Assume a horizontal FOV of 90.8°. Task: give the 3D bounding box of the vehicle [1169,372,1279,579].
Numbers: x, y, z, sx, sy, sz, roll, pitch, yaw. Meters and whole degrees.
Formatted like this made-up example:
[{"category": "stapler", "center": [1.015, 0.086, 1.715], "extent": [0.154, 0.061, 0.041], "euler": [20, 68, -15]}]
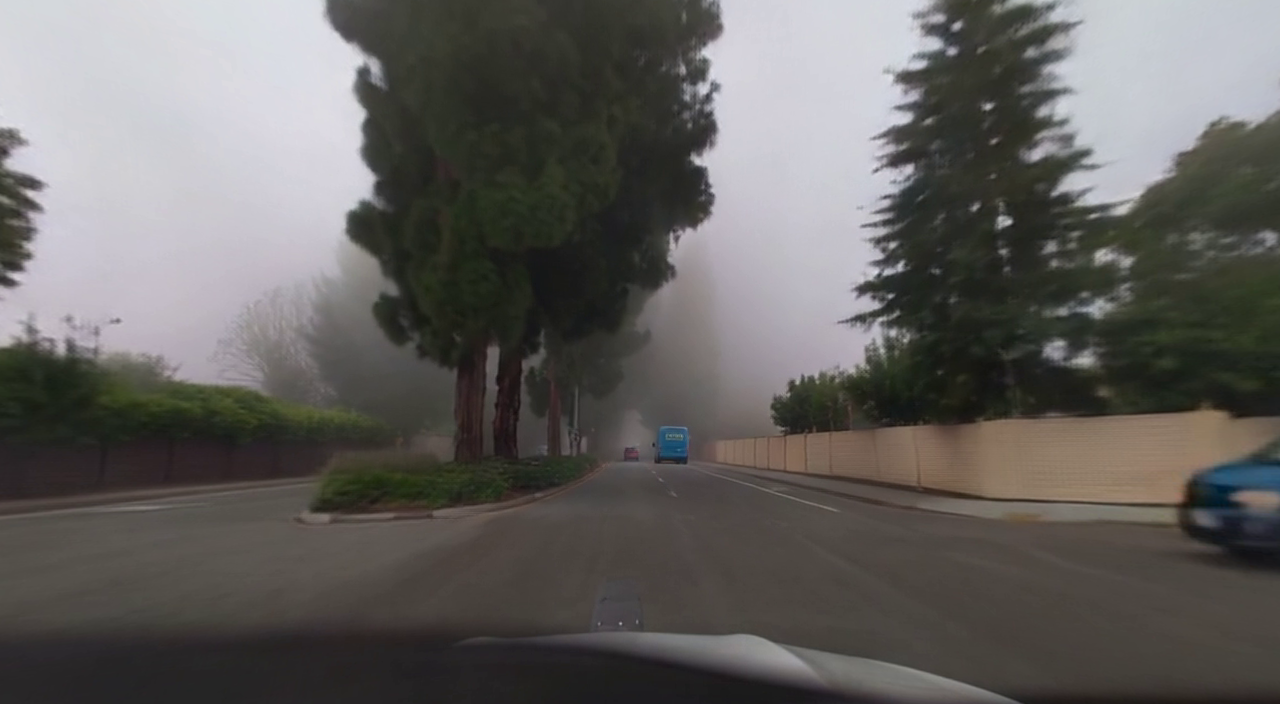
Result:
[{"category": "vehicle", "center": [9.210, 1.304, 6.632], "extent": [4.990, 2.142, 2.488], "euler": [0, -8, 0]}]
